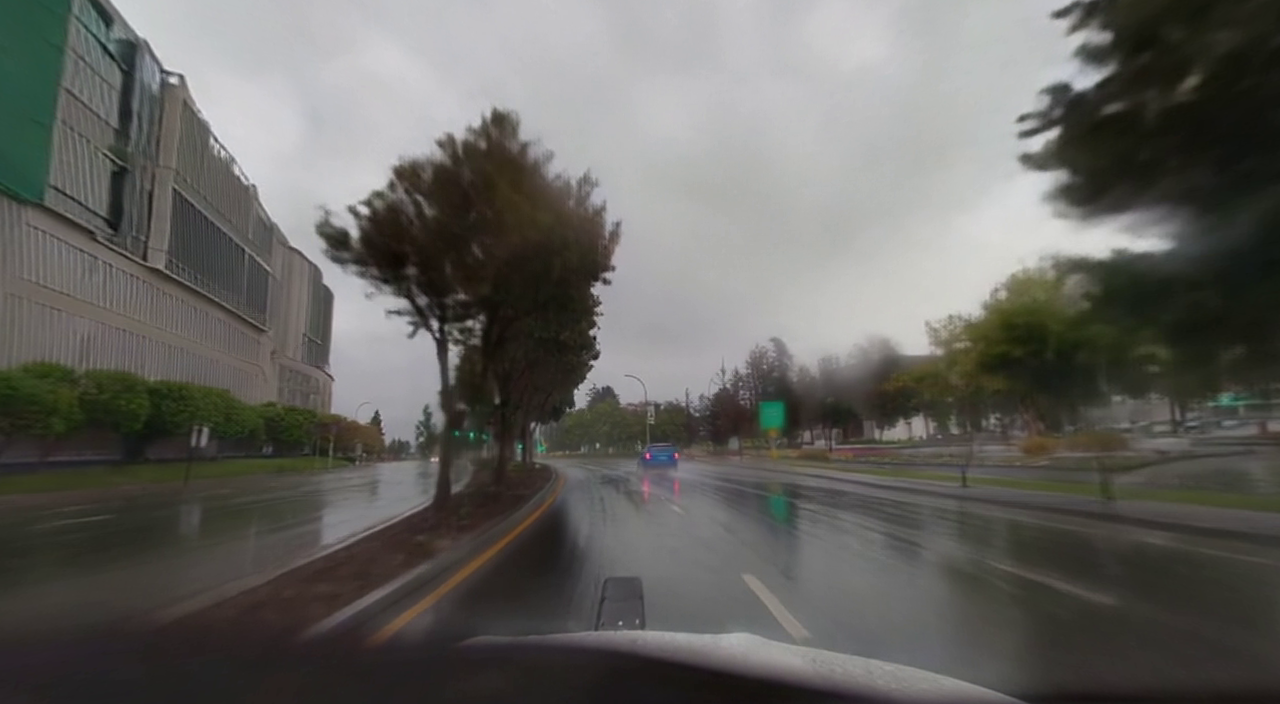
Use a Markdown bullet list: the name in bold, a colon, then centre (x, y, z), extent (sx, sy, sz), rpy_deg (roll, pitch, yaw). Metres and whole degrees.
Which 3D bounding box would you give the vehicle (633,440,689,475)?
- **vehicle**: centre (0.966, 5.300, 31.973), extent (2.165, 1.633, 4.381), rpy_deg (1, -8, -7)
